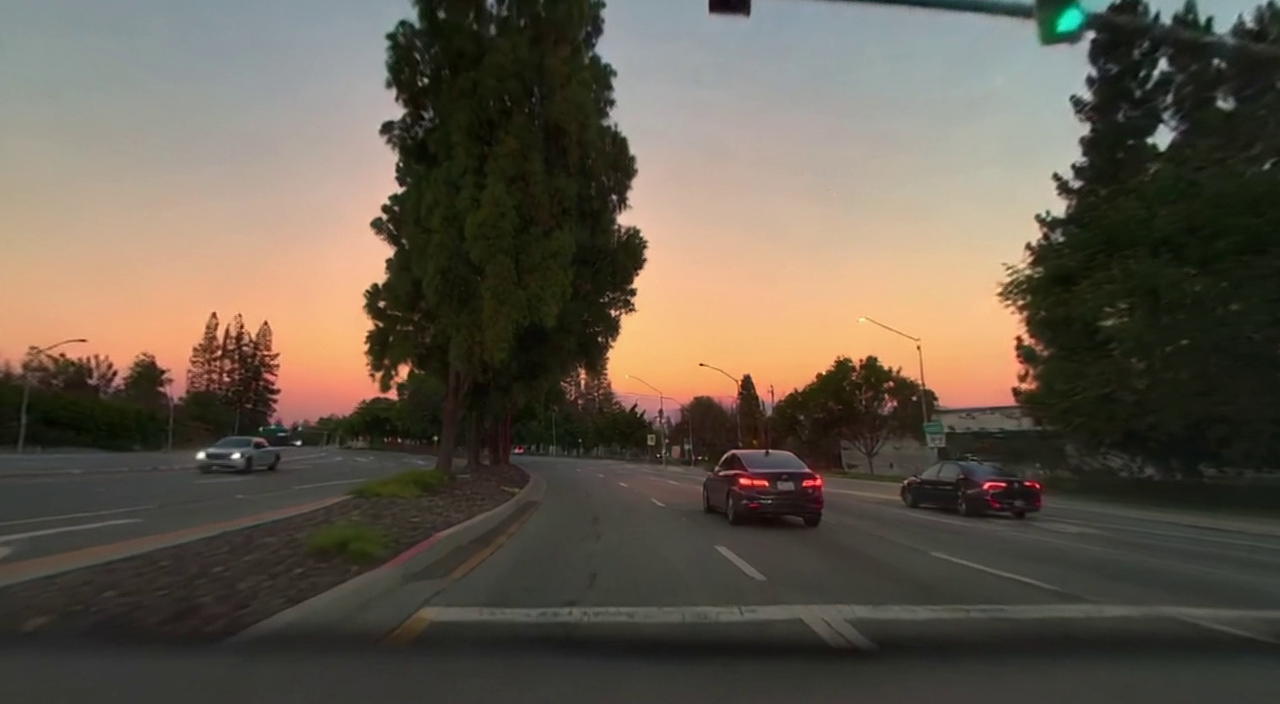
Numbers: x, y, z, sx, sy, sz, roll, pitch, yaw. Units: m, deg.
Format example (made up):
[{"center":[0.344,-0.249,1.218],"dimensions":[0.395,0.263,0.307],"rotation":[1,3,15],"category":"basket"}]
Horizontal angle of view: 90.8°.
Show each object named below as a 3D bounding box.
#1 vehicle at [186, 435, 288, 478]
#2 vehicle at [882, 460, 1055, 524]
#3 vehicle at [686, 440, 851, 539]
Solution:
[{"center":[-16.331,4.272,25.899],"dimensions":[2.206,1.583,4.539],"rotation":[3,-10,-16],"category":"vehicle"},{"center":[8.784,3.759,17.489],"dimensions":[1.940,1.460,4.652],"rotation":[1,-9,-6],"category":"vehicle"},{"center":[2.362,2.716,13.046],"dimensions":[2.122,1.646,4.525],"rotation":[1,-9,-5],"category":"vehicle"}]
